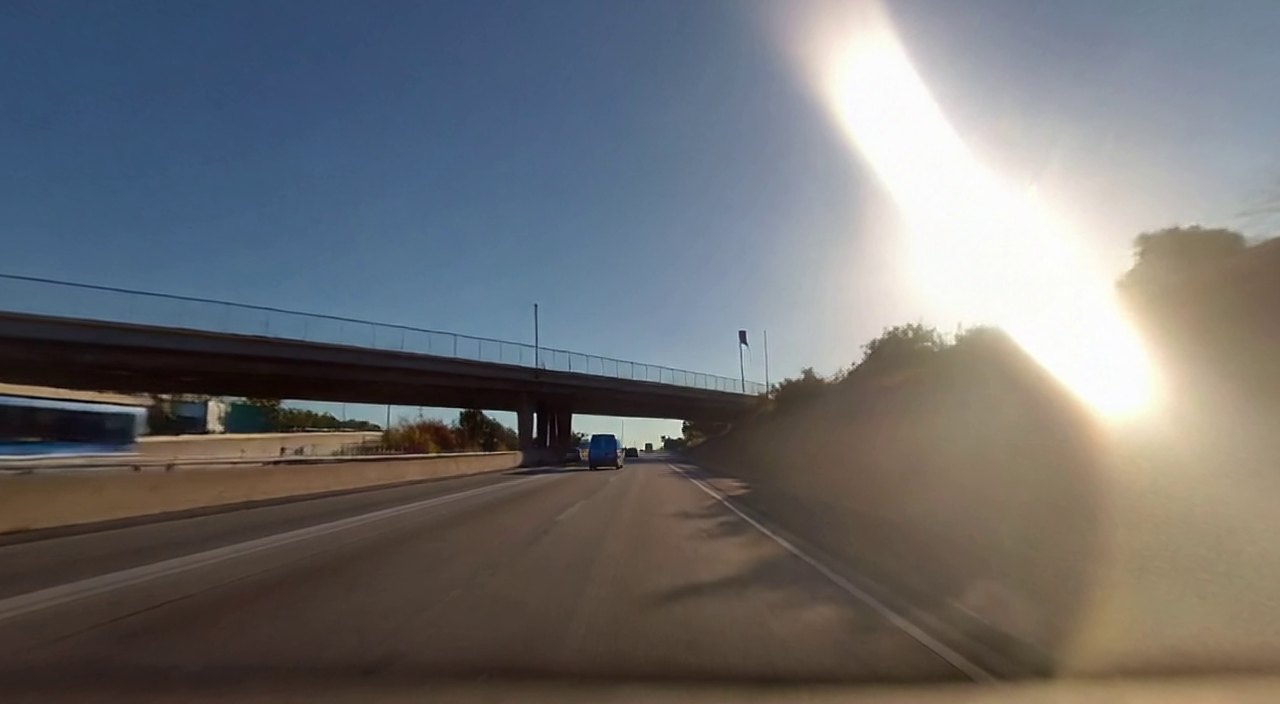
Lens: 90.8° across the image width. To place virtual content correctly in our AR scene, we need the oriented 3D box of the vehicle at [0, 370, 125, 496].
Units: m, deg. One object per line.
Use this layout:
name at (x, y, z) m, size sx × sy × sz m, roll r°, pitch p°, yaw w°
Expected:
vehicle at (-23.332, 2.451, 19.309) m, size 3.561 × 4.188 × 13.676 m, roll -1°, pitch -9°, yaw 0°

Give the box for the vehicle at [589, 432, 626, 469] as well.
vehicle at (-2.308, 7.318, 46.814) m, size 2.437 × 2.565 × 5.829 m, roll 0°, pitch -9°, yaw 0°
